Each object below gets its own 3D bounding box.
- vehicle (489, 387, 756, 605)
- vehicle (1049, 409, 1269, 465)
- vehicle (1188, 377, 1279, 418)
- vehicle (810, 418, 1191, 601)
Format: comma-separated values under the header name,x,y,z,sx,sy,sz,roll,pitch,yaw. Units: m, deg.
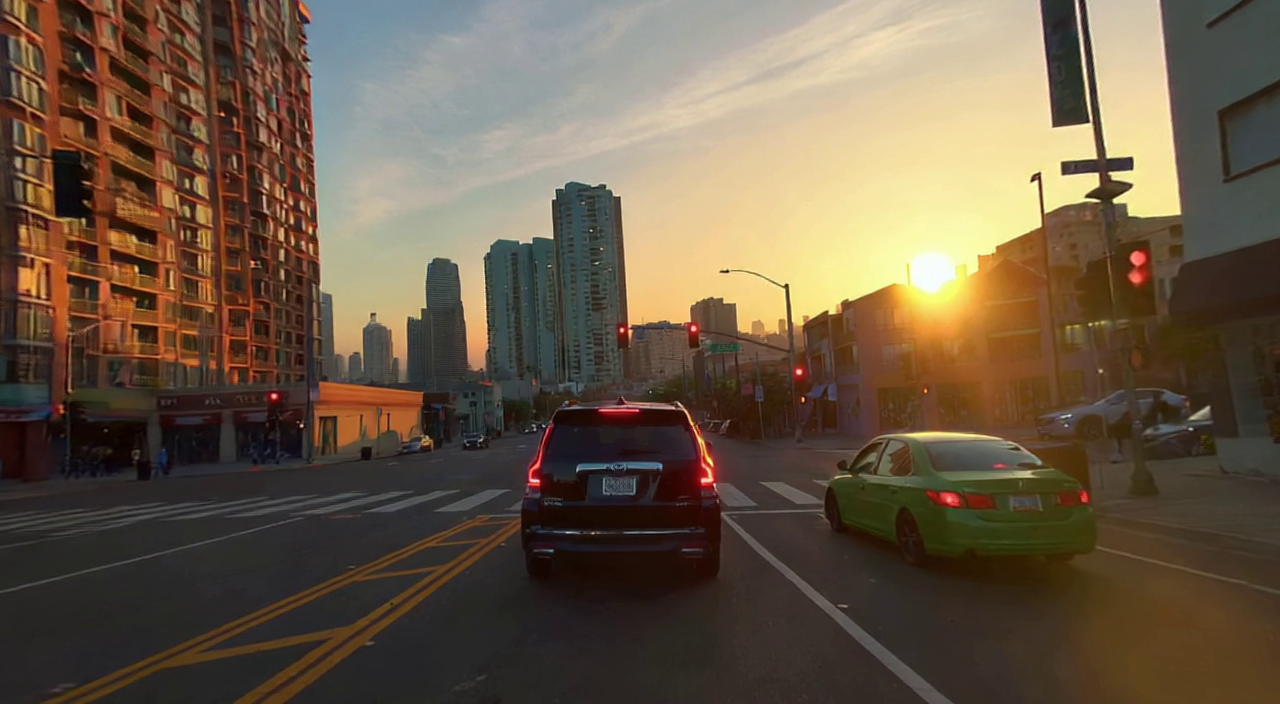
name,x,y,z,sx,sy,sz,roll,pitch,yaw
vehicle,-0.137,1.484,7.318,2.168,1.776,4.135,0,-8,0
vehicle,14.274,2.382,17.608,4.354,1.466,1.863,-1,-8,2
vehicle,26.590,1.984,27.167,4.287,1.639,1.729,0,-8,1
vehicle,3.683,1.677,7.694,1.987,1.538,4.510,0,-8,0
